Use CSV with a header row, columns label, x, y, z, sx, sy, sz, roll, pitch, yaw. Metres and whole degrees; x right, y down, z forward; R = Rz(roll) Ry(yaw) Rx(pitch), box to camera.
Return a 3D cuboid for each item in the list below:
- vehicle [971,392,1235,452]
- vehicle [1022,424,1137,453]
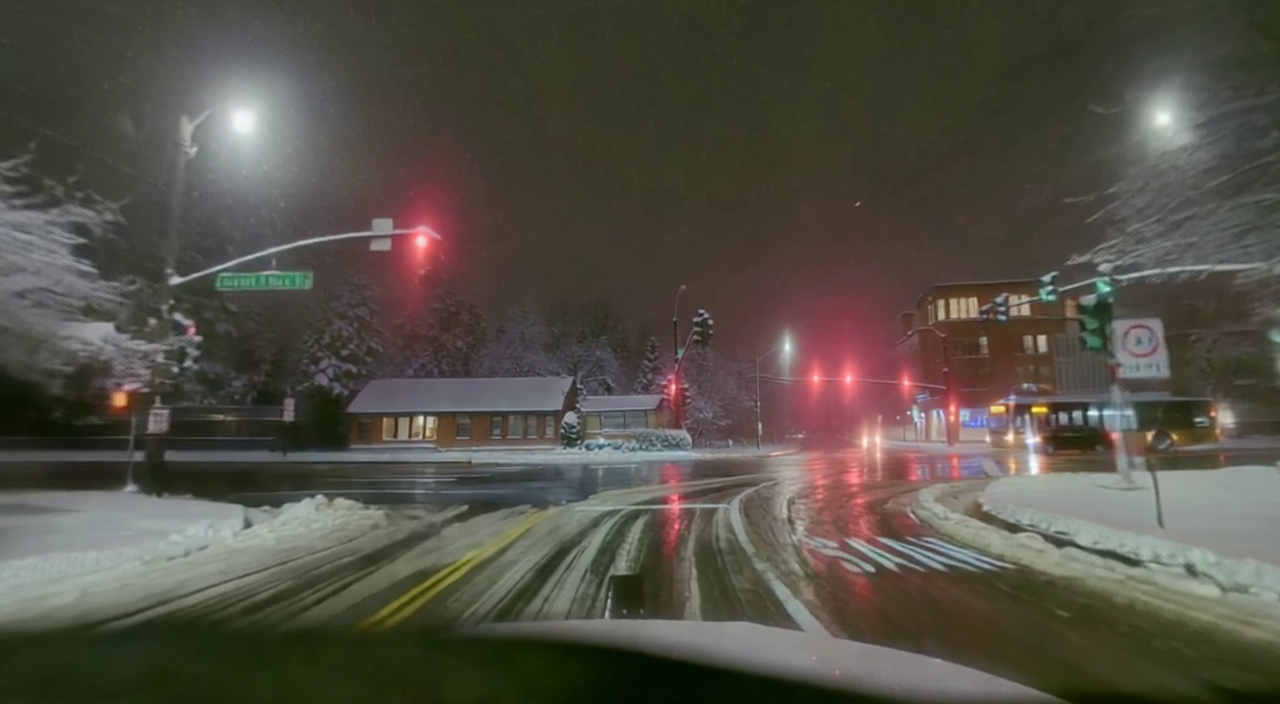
label,x,y,z,sx,sy,sz,roll,pitch,yaw
vehicle,26.505,4.099,36.421,12.822,3.296,3.033,0,-9,-1
vehicle,22.626,4.492,32.436,4.538,1.461,1.805,0,-9,0
